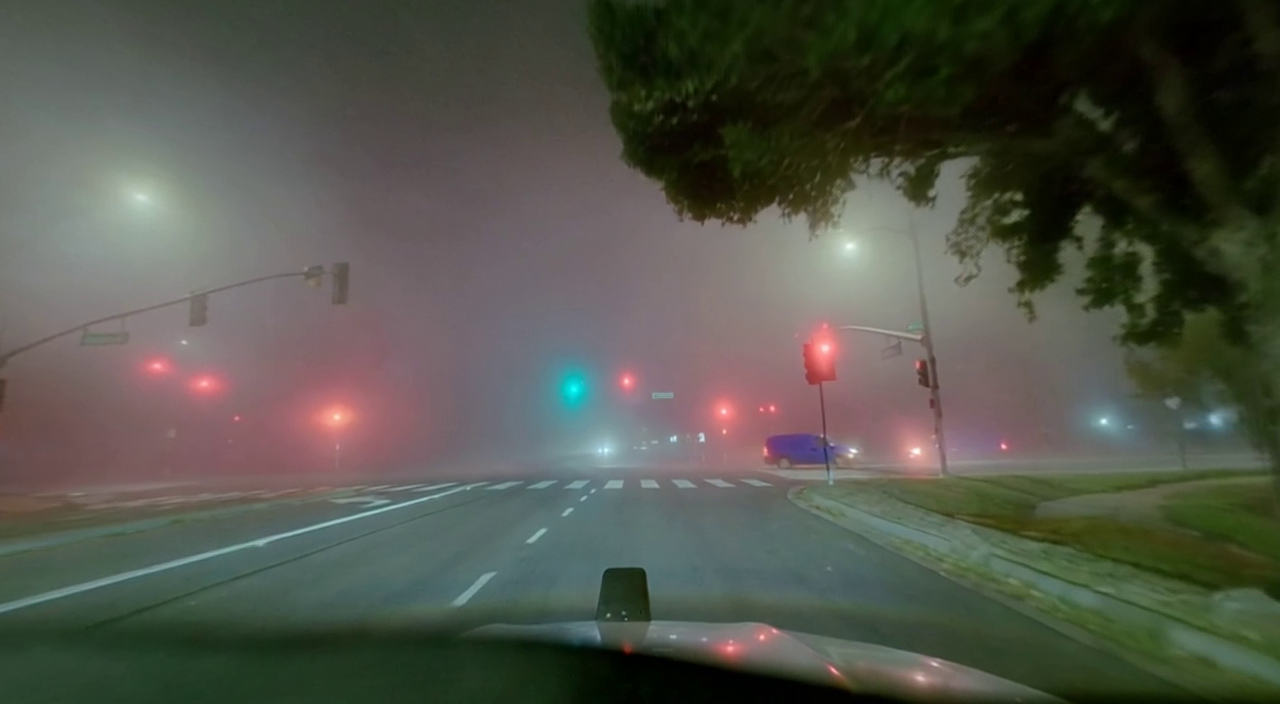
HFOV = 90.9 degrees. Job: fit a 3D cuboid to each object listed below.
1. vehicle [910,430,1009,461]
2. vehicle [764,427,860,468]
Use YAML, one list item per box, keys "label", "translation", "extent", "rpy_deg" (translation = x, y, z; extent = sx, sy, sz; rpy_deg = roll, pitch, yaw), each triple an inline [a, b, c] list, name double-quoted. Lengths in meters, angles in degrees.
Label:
- label: "vehicle"
  translation: [19.046, 5.589, 37.707]
  extent: [4.790, 1.798, 1.909]
  rpy_deg: [0, -8, 1]
- label: "vehicle"
  translation: [8.752, 4.854, 32.181]
  extent: [4.536, 1.965, 1.780]
  rpy_deg: [-3, -9, 17]
